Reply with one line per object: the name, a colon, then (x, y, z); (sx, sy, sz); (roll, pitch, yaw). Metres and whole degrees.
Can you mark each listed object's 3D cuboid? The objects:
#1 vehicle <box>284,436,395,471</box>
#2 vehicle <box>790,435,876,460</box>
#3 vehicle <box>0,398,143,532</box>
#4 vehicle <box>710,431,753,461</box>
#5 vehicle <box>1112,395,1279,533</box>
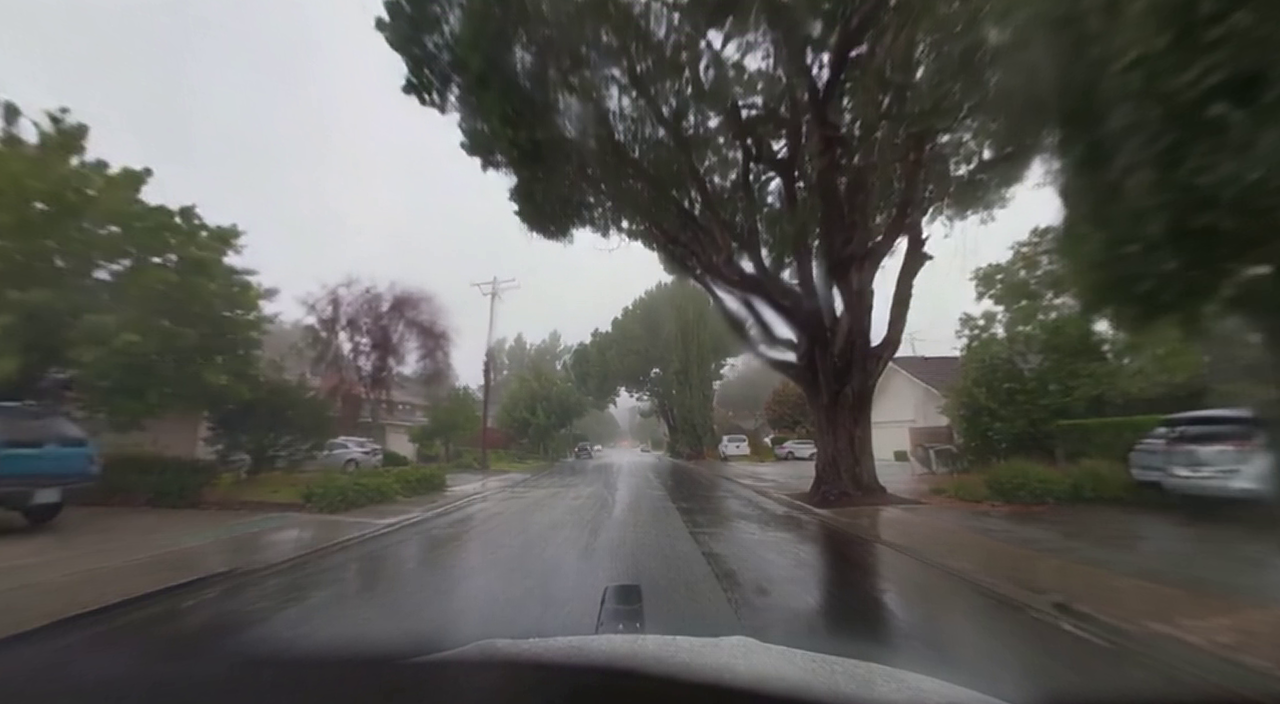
vehicle: (-13.810, 4.694, 29.264); (4.190, 1.529, 1.880); (0, -8, -4)
vehicle: (11.916, 5.916, 39.158); (4.686, 1.466, 1.869); (0, -8, -1)
vehicle: (-11.846, 1.794, 10.275); (5.320, 1.905, 2.455); (0, -8, -2)
vehicle: (6.664, 6.890, 46.455); (2.233, 1.923, 4.848); (-3, -8, -2)
vehicle: (9.779, 1.532, 8.933); (4.582, 1.719, 1.947); (0, -8, 0)
